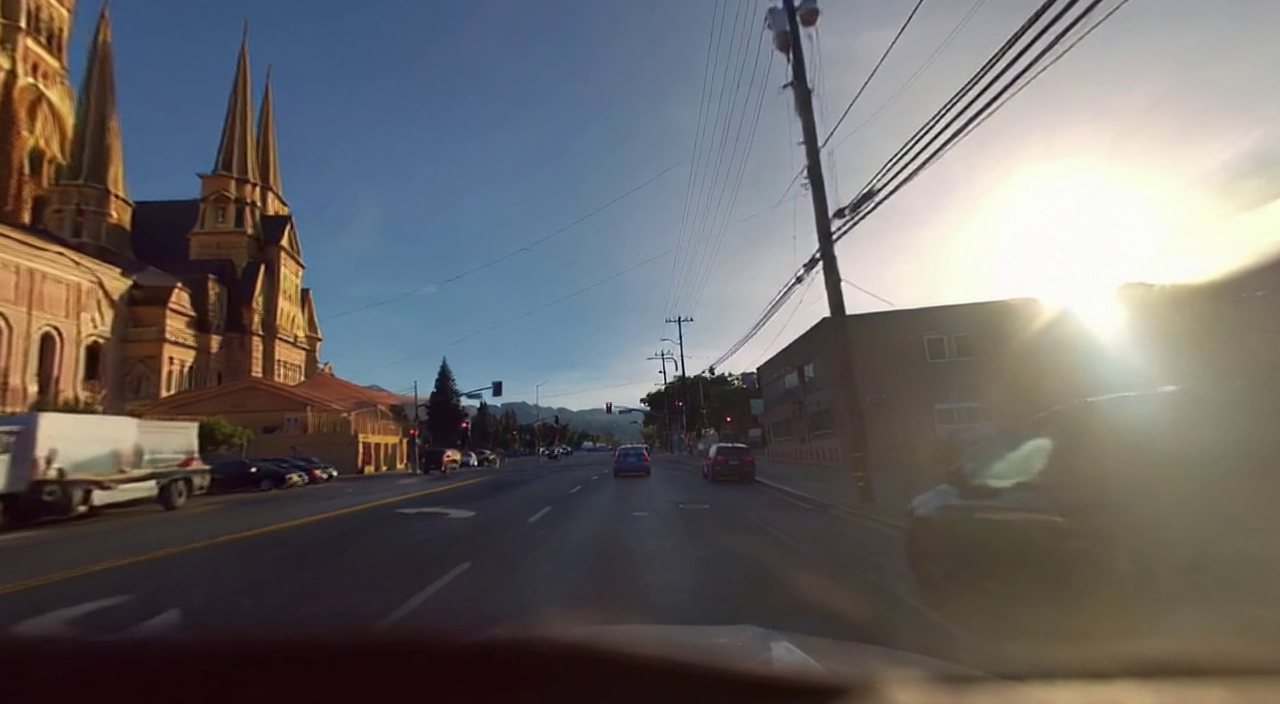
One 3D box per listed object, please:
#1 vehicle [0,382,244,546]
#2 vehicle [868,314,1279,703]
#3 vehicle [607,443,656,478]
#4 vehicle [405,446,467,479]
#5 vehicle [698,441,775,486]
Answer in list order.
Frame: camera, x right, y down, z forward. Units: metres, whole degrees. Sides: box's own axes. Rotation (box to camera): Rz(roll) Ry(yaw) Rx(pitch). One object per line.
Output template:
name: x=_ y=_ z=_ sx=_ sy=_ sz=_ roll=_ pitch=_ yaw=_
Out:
vehicle: x=-12.096 y=2.411 z=13.768 sx=2.961 sy=2.739 sz=6.276 roll=-4 pitch=-8 yaw=-1
vehicle: x=3.636 y=1.034 z=4.115 sx=2.204 sy=1.845 sz=5.597 roll=1 pitch=-8 yaw=0
vehicle: x=-0.383 y=4.900 z=28.735 sx=2.049 sy=1.453 sz=4.299 roll=0 pitch=-8 yaw=-1
vehicle: x=-12.560 y=6.800 z=39.232 sx=2.071 sy=1.814 sz=5.185 roll=-1 pitch=-8 yaw=1
vehicle: x=3.548 y=4.190 z=24.048 sx=1.944 sy=1.530 sz=4.539 roll=0 pitch=-9 yaw=-4
